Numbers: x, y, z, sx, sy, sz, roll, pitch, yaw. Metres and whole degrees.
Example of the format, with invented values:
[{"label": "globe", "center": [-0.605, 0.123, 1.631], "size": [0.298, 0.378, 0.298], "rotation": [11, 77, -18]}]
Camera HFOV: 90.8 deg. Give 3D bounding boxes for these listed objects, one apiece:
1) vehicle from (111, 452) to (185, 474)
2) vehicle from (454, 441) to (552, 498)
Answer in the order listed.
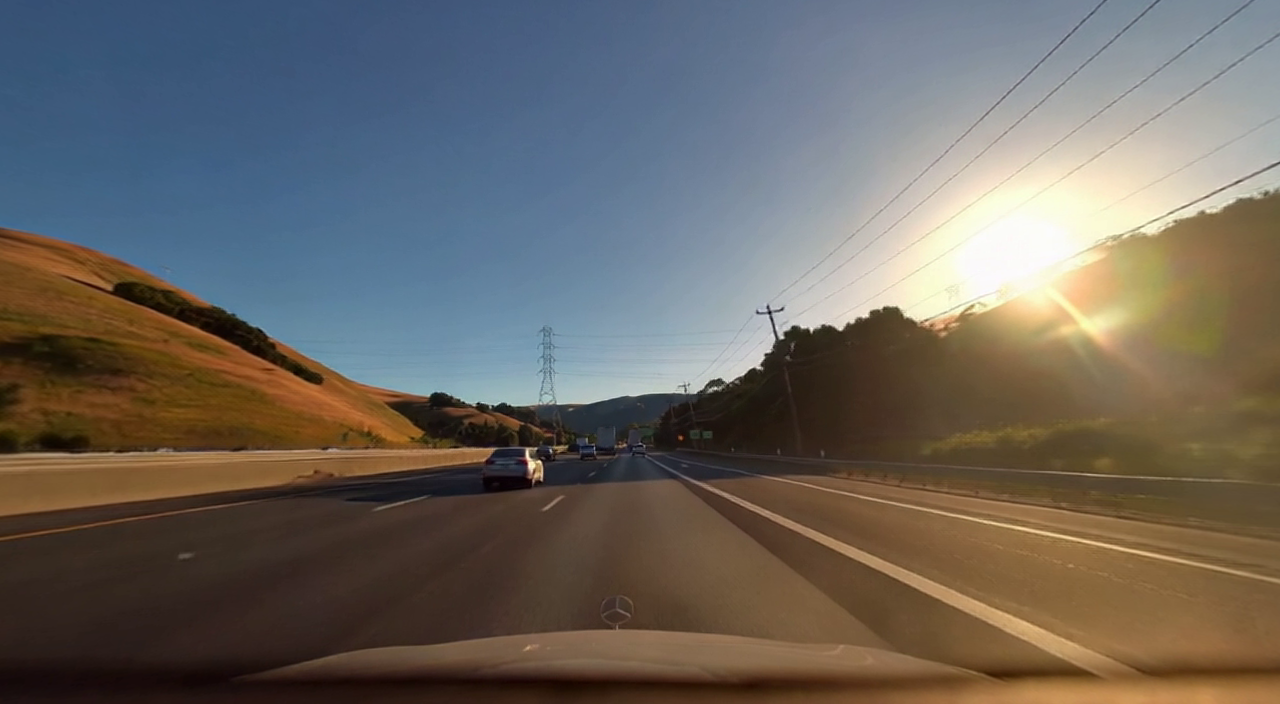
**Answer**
[{"label": "vehicle", "center": [-35.325, 7.933, 45.513], "size": [1.854, 1.467, 4.391], "rotation": [0, -9, 0]}, {"label": "vehicle", "center": [-4.016, 3.515, 19.331], "size": [1.963, 1.533, 4.477], "rotation": [0, -9, 0]}]
